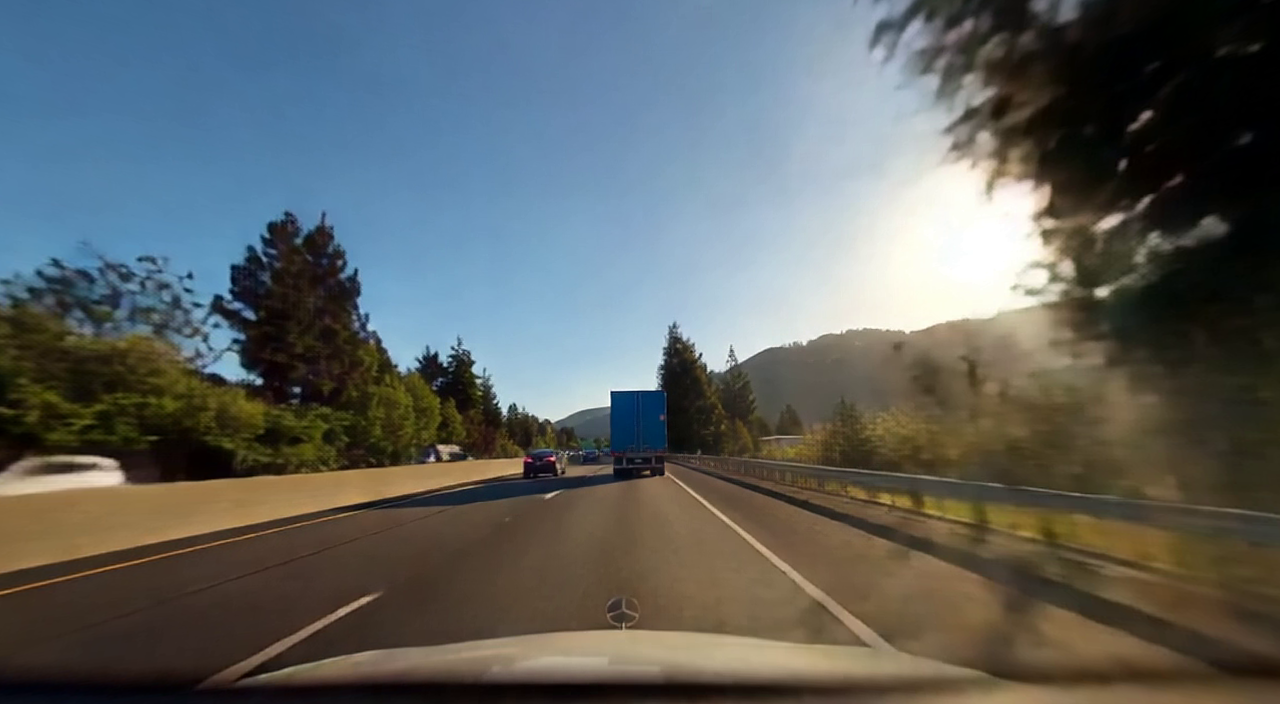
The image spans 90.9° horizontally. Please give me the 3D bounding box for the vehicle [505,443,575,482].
[{"bbox_3d":[-4.174,4.728,27.150,2.206,1.478,4.824,0,-9,1],"label":"vehicle"}]

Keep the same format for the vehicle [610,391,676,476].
[{"bbox_3d":[0.068,4.434,33.350,2.959,3.828,9.617,0,-9,-1],"label":"vehicle"}]
